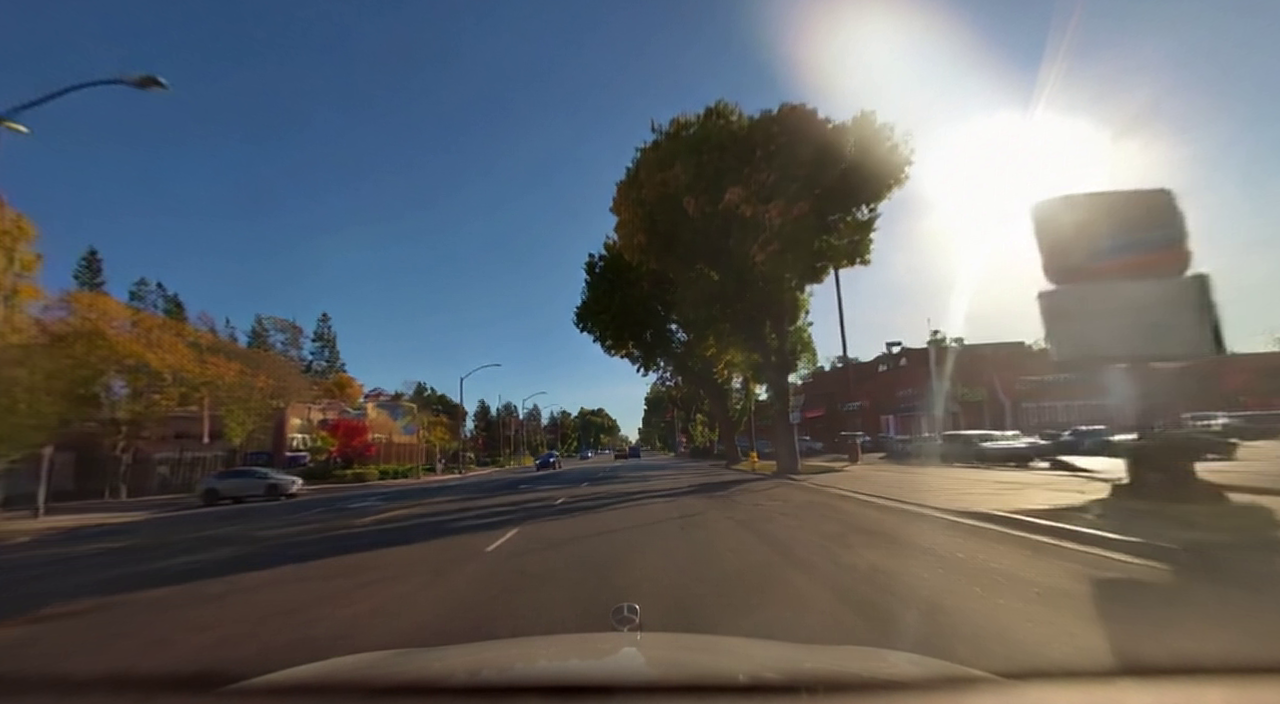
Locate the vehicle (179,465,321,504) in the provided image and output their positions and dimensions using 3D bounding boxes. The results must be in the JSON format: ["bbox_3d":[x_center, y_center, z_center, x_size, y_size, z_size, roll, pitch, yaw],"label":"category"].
[{"bbox_3d":[-16.900,5.741,27.571,4.752,1.523,2.123,0,-8,-2],"label":"vehicle"}]

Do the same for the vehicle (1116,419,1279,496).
[{"bbox_3d":[16.080,2.722,16.782,4.914,1.540,2.200,-6,-8,2],"label":"vehicle"}]
